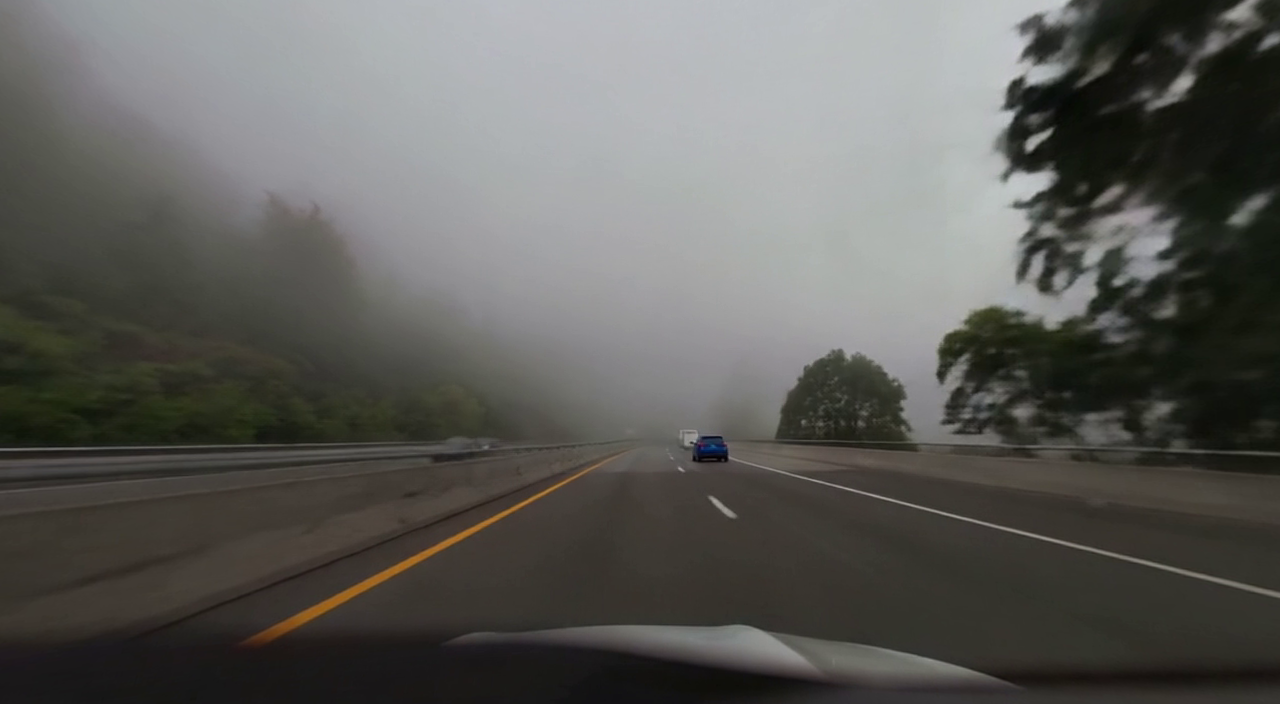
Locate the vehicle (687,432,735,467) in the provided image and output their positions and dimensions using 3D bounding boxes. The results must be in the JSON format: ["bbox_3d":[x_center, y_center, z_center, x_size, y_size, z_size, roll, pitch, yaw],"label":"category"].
[{"bbox_3d":[3.591,5.033,32.684,2.022,1.663,4.245,0,-8,0],"label":"vehicle"}]

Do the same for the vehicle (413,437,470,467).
[{"bbox_3d":[-10.304,5.194,32.869,1.654,1.413,3.586,-1,-8,2],"label":"vehicle"}]
